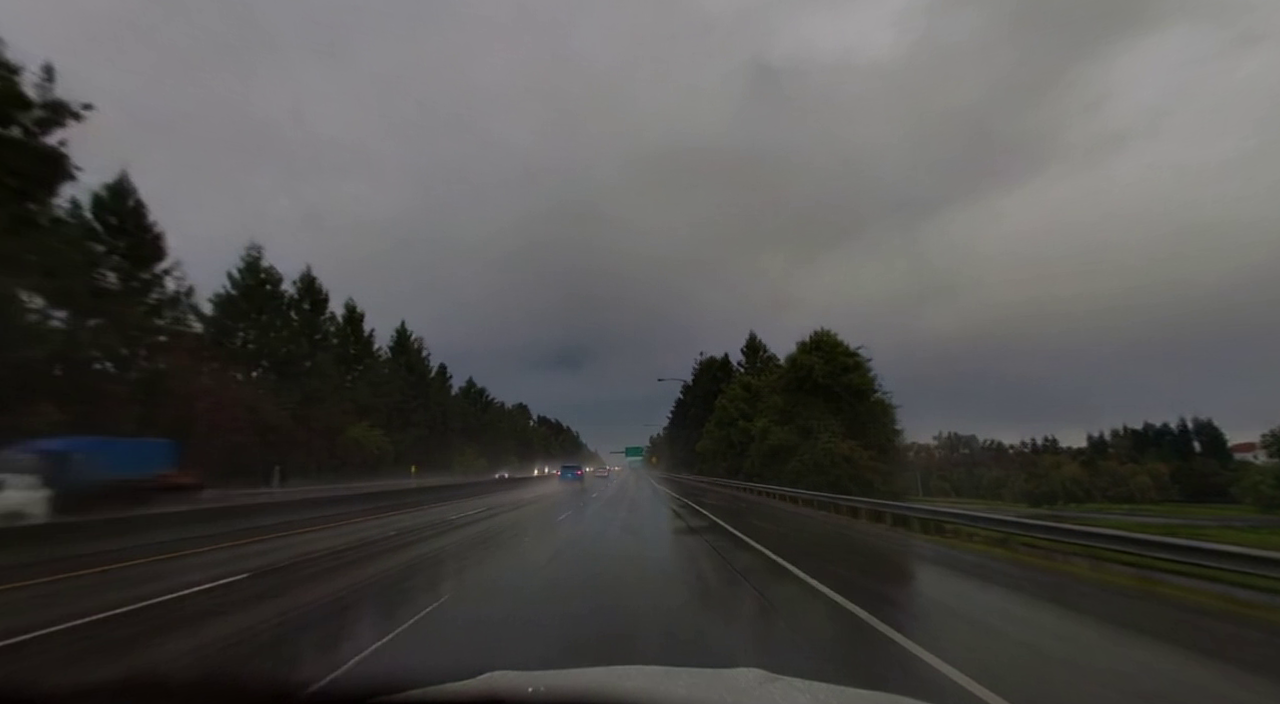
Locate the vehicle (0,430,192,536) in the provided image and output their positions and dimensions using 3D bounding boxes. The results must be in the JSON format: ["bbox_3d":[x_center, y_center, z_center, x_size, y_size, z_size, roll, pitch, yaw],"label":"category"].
[{"bbox_3d":[-17.411,3.882,19.040,2.252,2.648,7.327,1,-10,0],"label":"vehicle"}]

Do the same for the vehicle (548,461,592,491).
[{"bbox_3d":[-4.041,7.274,37.115,2.068,1.592,4.479,1,-10,0],"label":"vehicle"}]
